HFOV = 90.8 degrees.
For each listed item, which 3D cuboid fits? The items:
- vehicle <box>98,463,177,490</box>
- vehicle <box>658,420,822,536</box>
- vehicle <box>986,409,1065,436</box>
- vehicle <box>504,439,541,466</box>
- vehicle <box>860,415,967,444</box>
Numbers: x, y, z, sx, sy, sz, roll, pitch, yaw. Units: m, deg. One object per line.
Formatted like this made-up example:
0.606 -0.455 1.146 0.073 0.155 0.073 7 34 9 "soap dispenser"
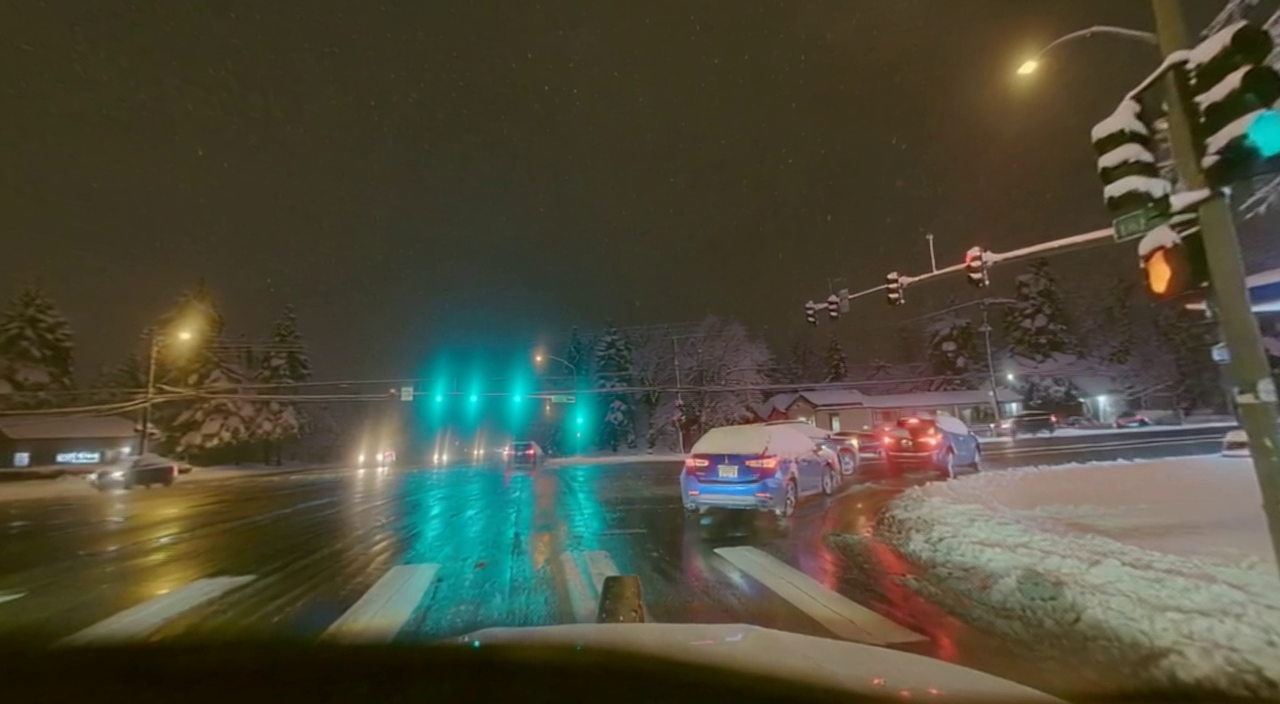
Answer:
-32.628 8.072 41.202 1.894 1.480 4.710 1 -8 -9 "vehicle"
1.862 1.949 10.440 1.976 1.462 4.342 -3 -9 18 "vehicle"
24.361 4.457 39.960 3.923 1.619 1.817 1 -8 -9 "vehicle"
-7.831 6.710 42.359 2.210 1.722 4.215 1 -8 -8 "vehicle"
14.001 4.020 32.451 4.700 1.417 1.789 1 -9 -8 "vehicle"
